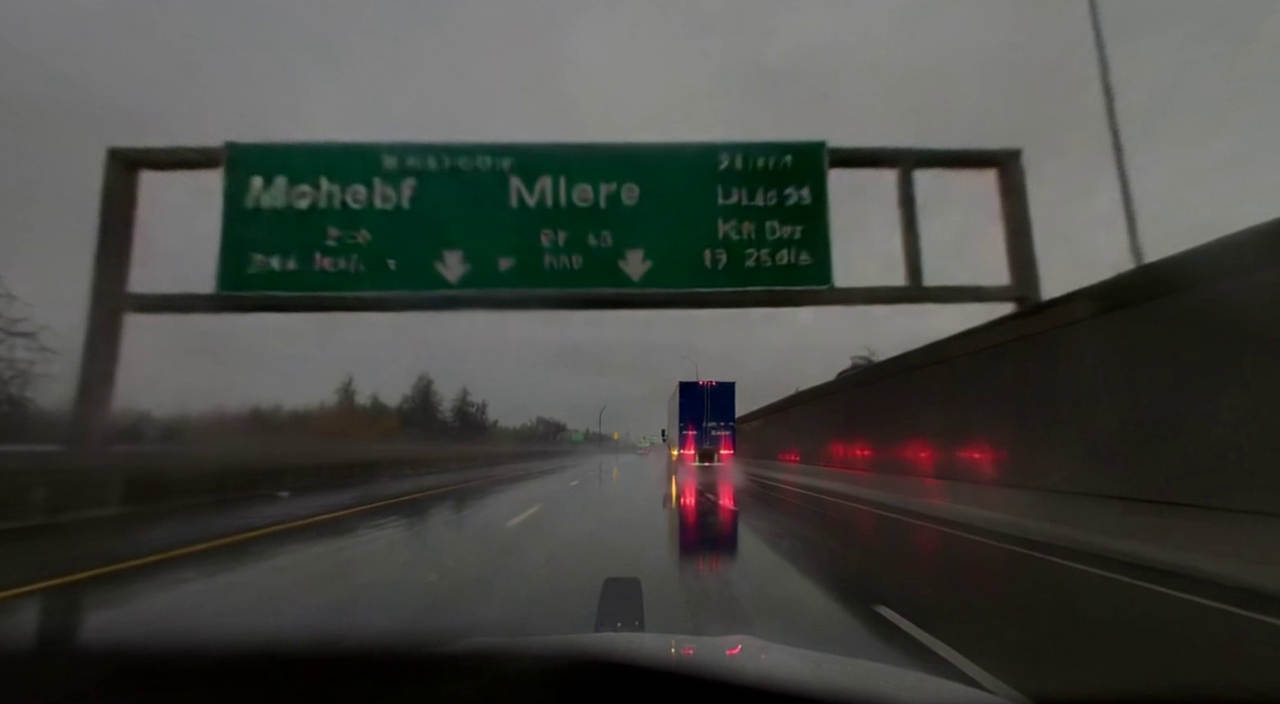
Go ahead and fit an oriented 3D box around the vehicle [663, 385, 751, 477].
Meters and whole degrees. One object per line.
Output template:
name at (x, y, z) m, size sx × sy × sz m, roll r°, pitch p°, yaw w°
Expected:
vehicle at (3.218, 4.594, 35.081) m, size 3.244 × 4.020 × 14.561 m, roll 0°, pitch -9°, yaw 0°
